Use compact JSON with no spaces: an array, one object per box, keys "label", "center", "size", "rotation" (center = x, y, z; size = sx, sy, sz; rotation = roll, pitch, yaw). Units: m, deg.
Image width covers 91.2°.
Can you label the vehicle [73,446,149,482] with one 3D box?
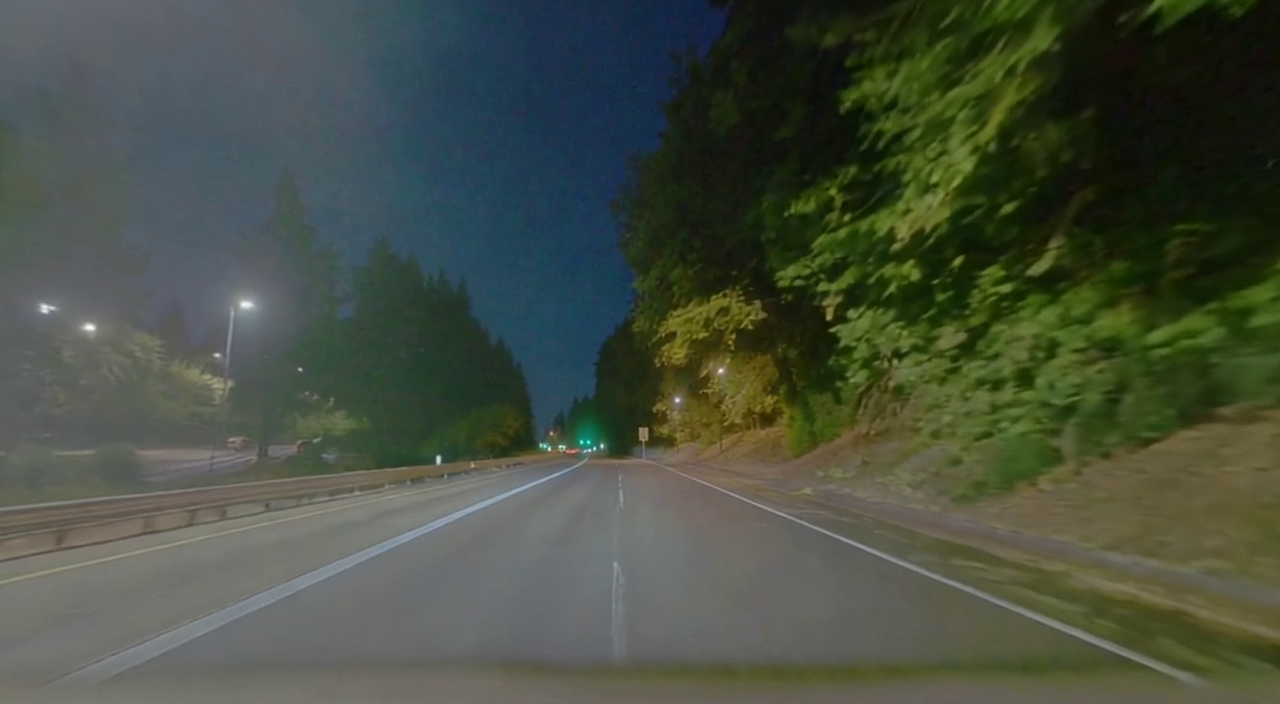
[{"label":"vehicle","center":[-24.023,5.052,28.409],"size":[3.857,1.479,1.711],"rotation":[-7,-11,37]}]

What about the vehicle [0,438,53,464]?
[{"label":"vehicle","center":[-39.547,6.352,40.361],"size":[3.659,1.512,1.701],"rotation":[-4,-9,36]}]
